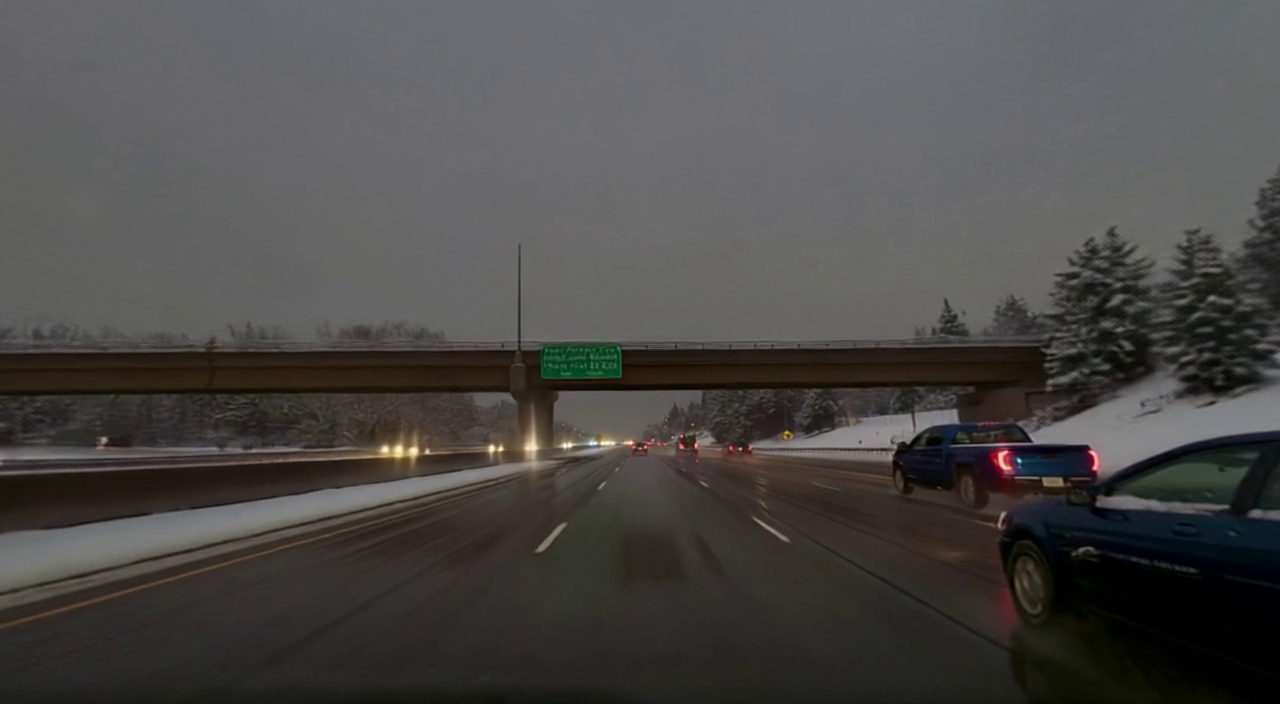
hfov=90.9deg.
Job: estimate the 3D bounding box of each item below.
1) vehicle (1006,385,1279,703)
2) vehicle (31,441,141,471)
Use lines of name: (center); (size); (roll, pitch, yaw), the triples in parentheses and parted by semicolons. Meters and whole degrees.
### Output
vehicle: (3.214, 0.749, 1.241); (2.119, 1.524, 4.807); (0, -8, 0)
vehicle: (-32.090, 6.042, 36.765); (1.965, 1.603, 4.660); (-1, -8, 4)
